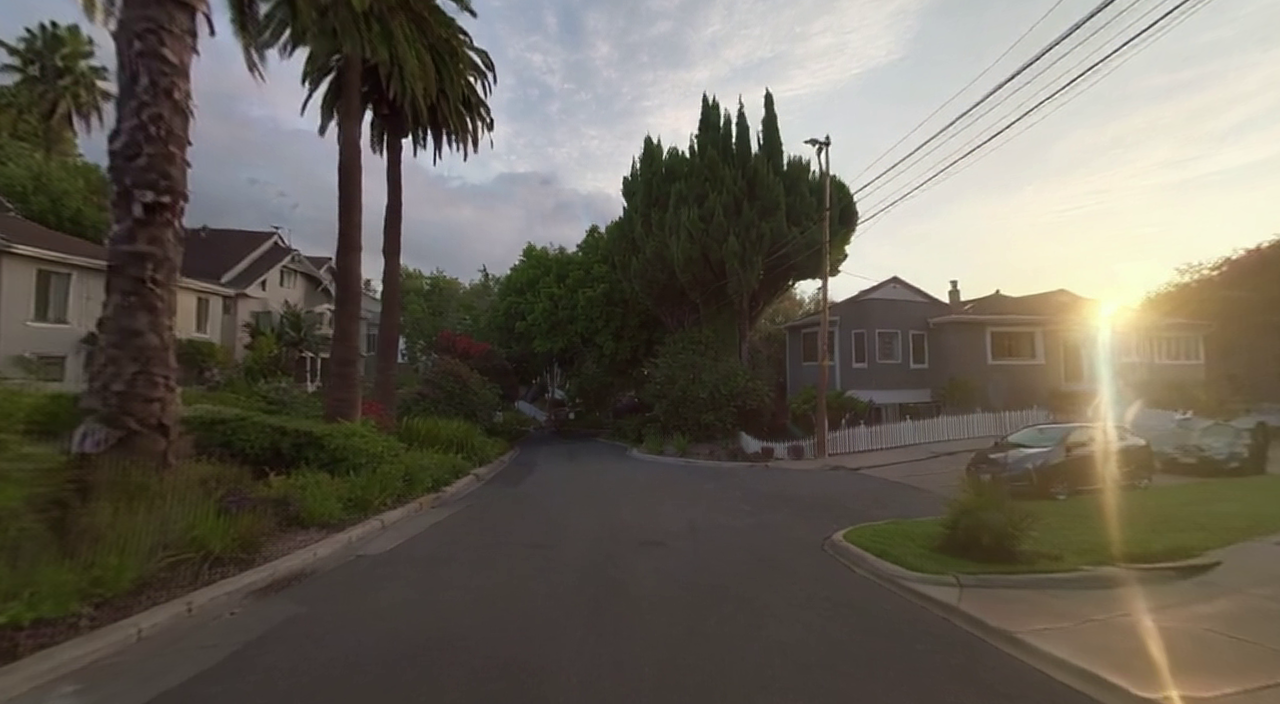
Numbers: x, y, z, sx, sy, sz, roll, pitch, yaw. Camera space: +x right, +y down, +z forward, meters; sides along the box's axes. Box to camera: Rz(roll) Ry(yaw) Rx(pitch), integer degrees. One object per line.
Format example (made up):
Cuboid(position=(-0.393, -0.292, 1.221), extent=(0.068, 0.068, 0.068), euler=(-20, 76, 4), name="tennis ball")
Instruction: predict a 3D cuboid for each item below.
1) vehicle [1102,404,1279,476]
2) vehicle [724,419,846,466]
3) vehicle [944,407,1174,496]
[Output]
Cuboid(position=(15.542, 2.472, 17.582), extent=(4.451, 1.784, 2.028), euler=(3, -9, -22), name="vehicle")
Cuboid(position=(7.113, 4.475, 30.751), extent=(5.663, 1.913, 2.170), euler=(7, -12, -26), name="vehicle")
Cuboid(position=(10.263, 2.481, 15.576), extent=(4.443, 1.948, 2.230), euler=(3, -11, -17), name="vehicle")
